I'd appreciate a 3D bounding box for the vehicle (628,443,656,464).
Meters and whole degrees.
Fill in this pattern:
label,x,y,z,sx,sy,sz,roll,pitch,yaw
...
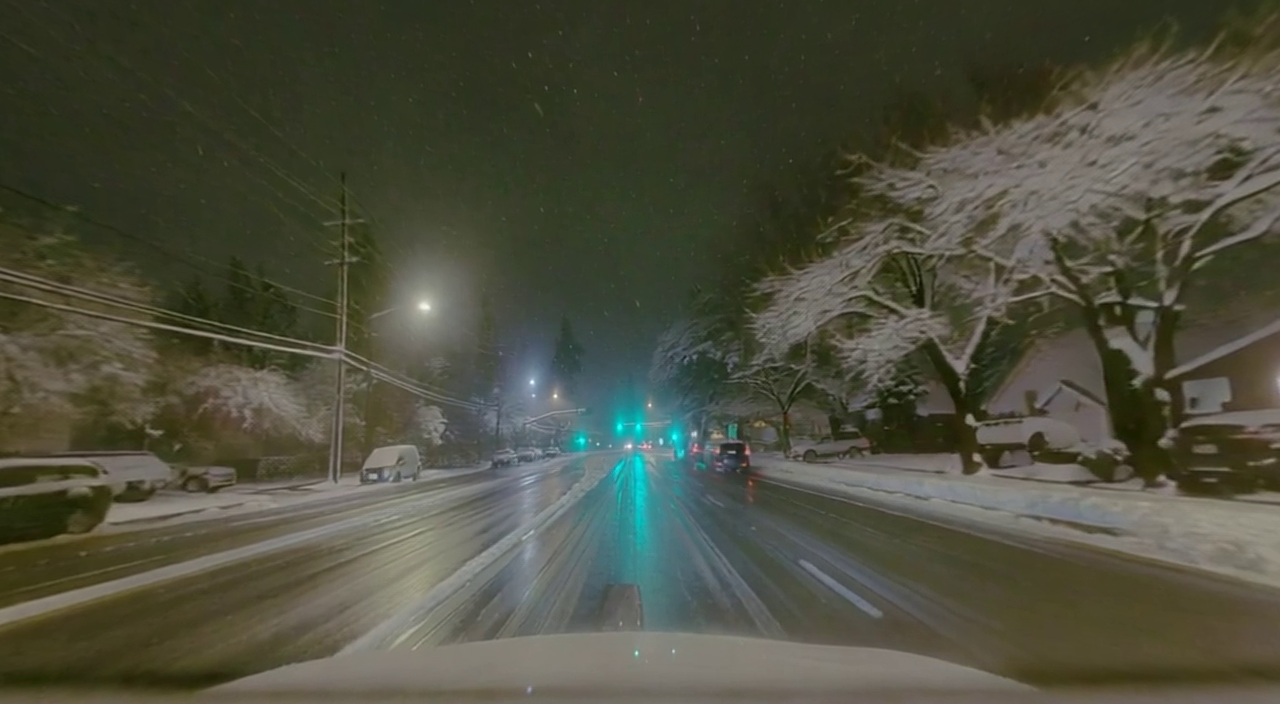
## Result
label,x,y,z,sx,sy,sz,roll,pitch,yaw
vehicle,0.104,7.757,48.510,1.989,1.500,4.141,0,-8,-1

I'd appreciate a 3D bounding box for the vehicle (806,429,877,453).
label,x,y,z,sx,sy,sz,roll,pitch,yaw
vehicle,13.624,6.039,42.940,4.162,1.544,1.812,0,-8,-4

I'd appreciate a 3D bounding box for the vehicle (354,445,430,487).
label,x,y,z,sx,sy,sz,roll,pitch,yaw
vehicle,-11.769,5.413,30.340,1.954,1.828,4.466,0,-8,-2

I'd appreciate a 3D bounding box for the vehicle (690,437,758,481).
label,x,y,z,sx,sy,sz,roll,pitch,yaw
vehicle,3.164,4.103,24.541,1.983,1.557,4.078,0,-8,-1

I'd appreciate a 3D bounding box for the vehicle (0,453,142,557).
label,x,y,z,sx,sy,sz,roll,pitch,yaw
vehicle,-11.750,2.711,11.322,1.822,1.699,4.791,0,-8,-2

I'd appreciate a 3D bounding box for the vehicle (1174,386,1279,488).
label,x,y,z,sx,sy,sz,roll,pitch,yaw
vehicle,12.560,1.536,11.457,3.964,1.690,1.863,0,-8,0

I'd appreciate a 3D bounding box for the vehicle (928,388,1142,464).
label,x,y,z,sx,sy,sz,roll,pitch,yaw
vehicle,13.003,2.494,21.127,5.472,2.340,2.418,0,-8,-2

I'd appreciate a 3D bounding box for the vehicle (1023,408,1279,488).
label,x,y,z,sx,sy,sz,roll,pitch,yaw
vehicle,11.618,2.106,13.970,4.861,1.444,2.119,-2,-9,-1
